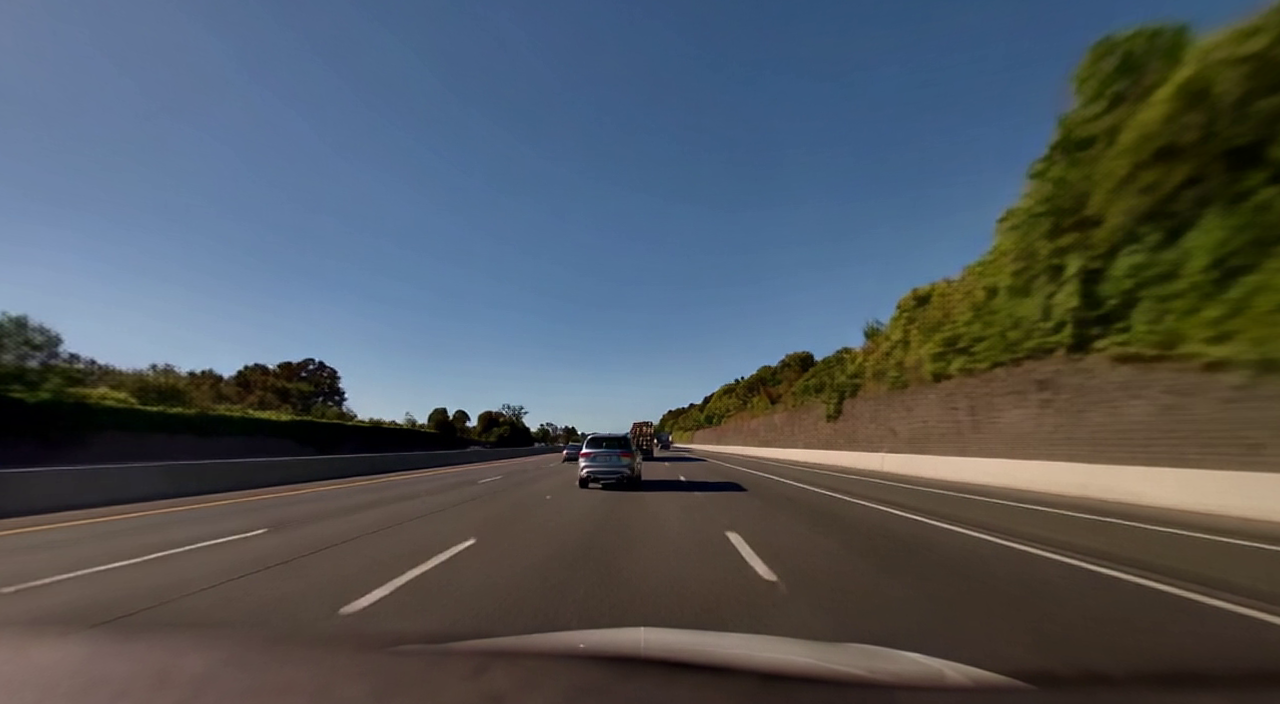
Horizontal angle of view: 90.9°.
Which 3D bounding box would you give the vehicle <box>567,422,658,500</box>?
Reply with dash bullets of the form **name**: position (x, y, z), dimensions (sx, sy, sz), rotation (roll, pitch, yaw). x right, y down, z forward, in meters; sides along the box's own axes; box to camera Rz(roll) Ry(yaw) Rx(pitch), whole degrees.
- **vehicle**: position (-0.603, 2.868, 16.977), dimensions (2.114, 1.787, 4.365), rotation (0, -8, 1)
